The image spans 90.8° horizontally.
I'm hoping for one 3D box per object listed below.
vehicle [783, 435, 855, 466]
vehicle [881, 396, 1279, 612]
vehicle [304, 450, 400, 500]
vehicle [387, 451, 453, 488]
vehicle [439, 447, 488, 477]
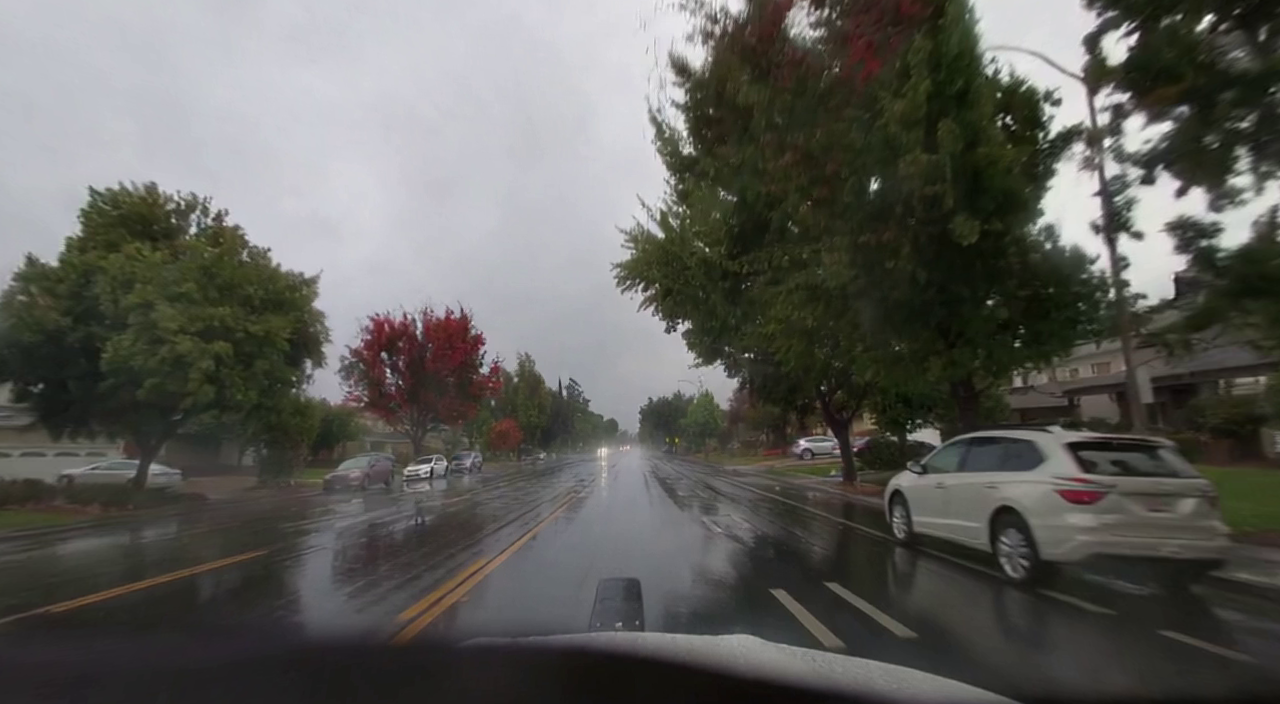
[{"bbox_3d":[12.073,6.648,42.817,4.194,1.850,1.951,-2,-7,-4],"label":"vehicle"},{"bbox_3d":[4.914,1.651,7.809,2.058,1.867,4.448,0,-8,0],"label":"vehicle"},{"bbox_3d":[-12.258,5.210,27.311,1.962,1.735,4.927,-2,-7,-1],"label":"vehicle"},{"bbox_3d":[-12.212,6.528,35.436,2.007,1.663,5.077,-2,-7,-1],"label":"vehicle"},{"bbox_3d":[-12.399,7.736,44.703,2.105,1.930,4.541,0,-8,0],"label":"vehicle"}]
